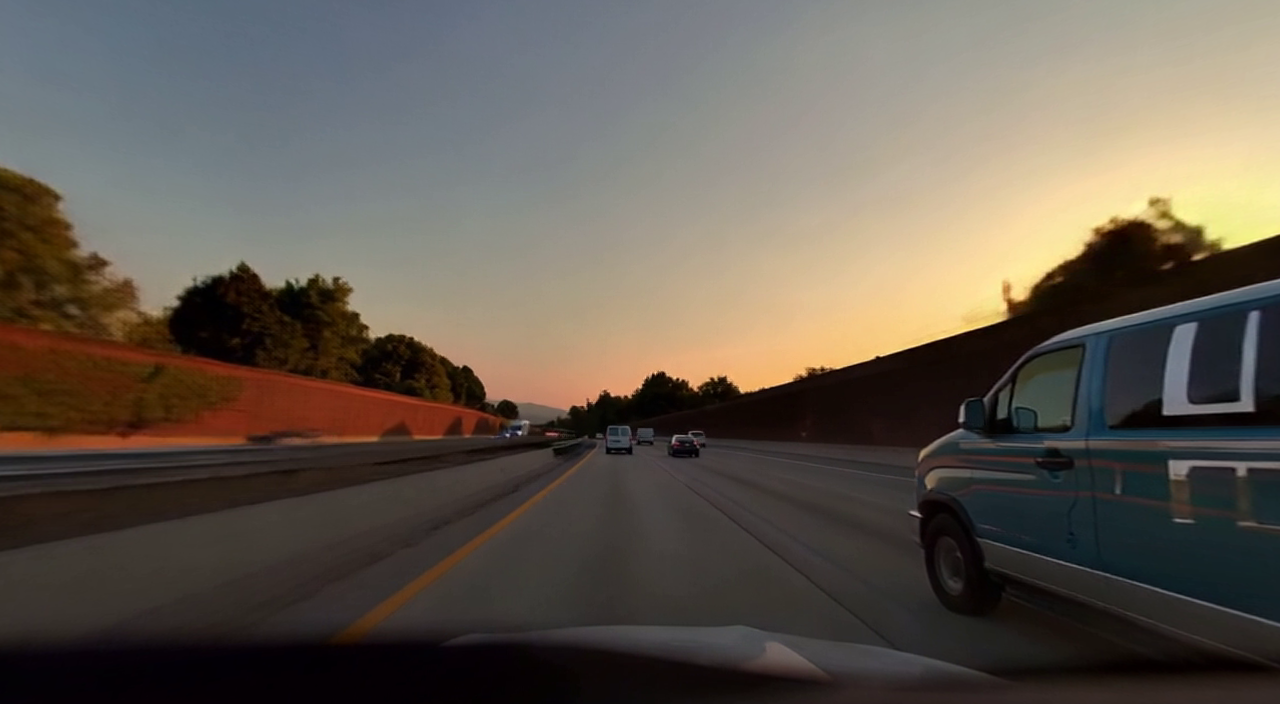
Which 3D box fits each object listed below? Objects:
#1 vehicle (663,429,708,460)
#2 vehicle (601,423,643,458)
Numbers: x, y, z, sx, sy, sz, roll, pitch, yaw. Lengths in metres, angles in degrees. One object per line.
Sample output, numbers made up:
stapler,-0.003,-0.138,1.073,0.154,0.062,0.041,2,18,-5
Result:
vehicle,2.442,5.081,34.804,1.996,1.589,3.715,0,-8,-3
vehicle,-1.115,5.434,38.953,2.403,1.994,4.683,0,-8,-2
